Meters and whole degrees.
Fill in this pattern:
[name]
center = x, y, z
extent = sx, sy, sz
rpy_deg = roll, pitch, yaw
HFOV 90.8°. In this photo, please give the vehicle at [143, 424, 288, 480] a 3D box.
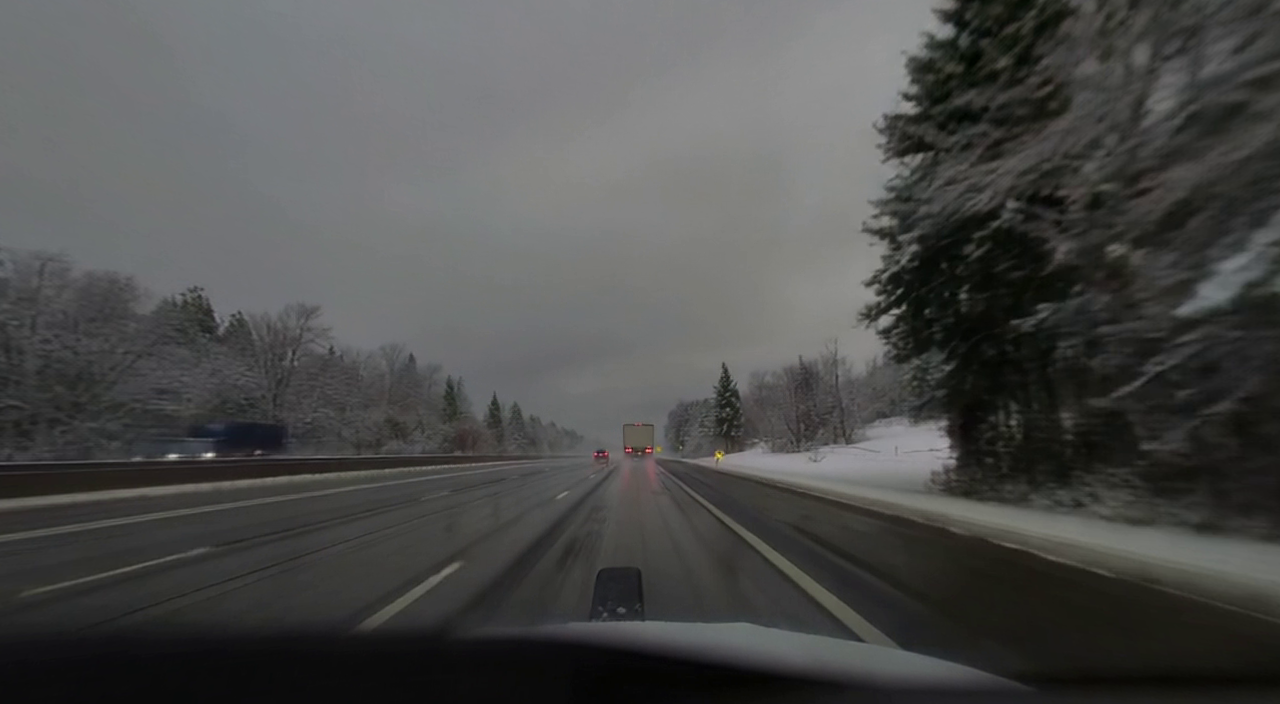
[vehicle]
center = -21.051, 5.034, 31.846
extent = 2.752, 2.503, 6.358
rpy_deg = 0, -9, 1
